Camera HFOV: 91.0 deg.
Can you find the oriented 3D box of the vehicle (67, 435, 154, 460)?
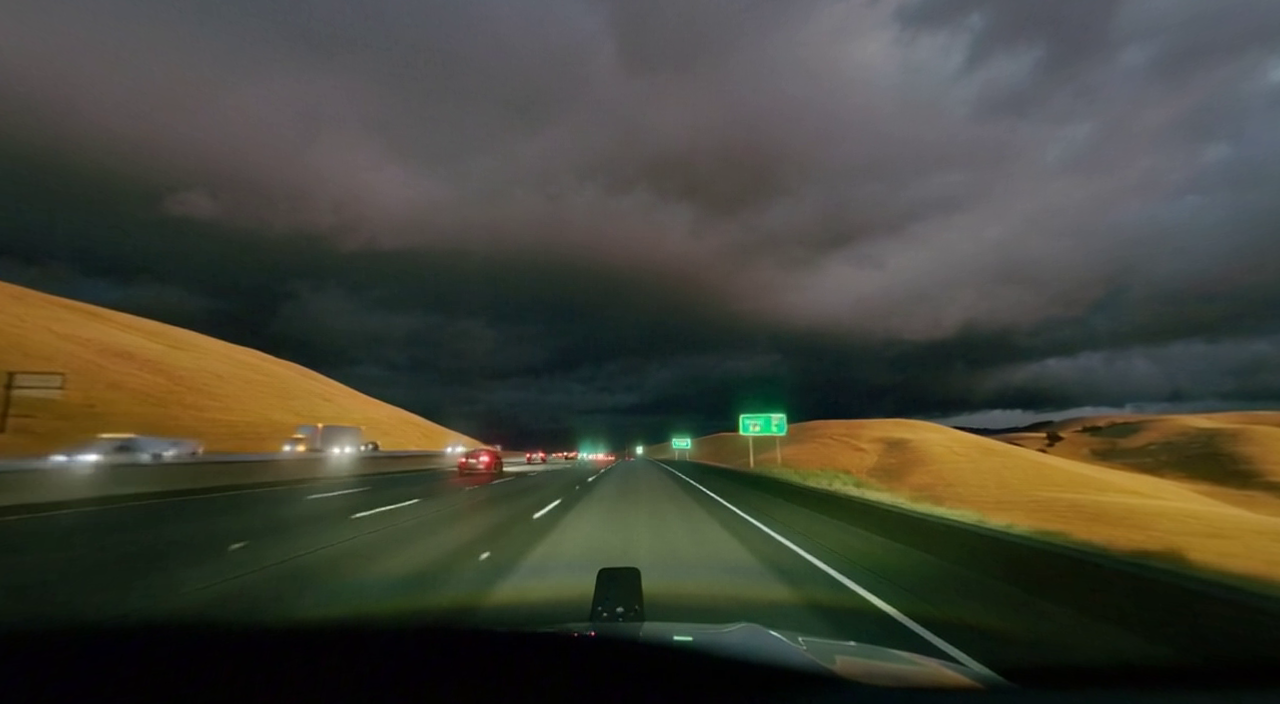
[{"bbox_3d":[-33.668,6.108,40.224,1.878,1.518,4.427,1,-9,-3],"label":"vehicle"}]

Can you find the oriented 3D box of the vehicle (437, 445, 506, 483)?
[{"bbox_3d":[-7.709,5.172,29.299,2.045,1.624,4.338,0,-9,-1],"label":"vehicle"}]
